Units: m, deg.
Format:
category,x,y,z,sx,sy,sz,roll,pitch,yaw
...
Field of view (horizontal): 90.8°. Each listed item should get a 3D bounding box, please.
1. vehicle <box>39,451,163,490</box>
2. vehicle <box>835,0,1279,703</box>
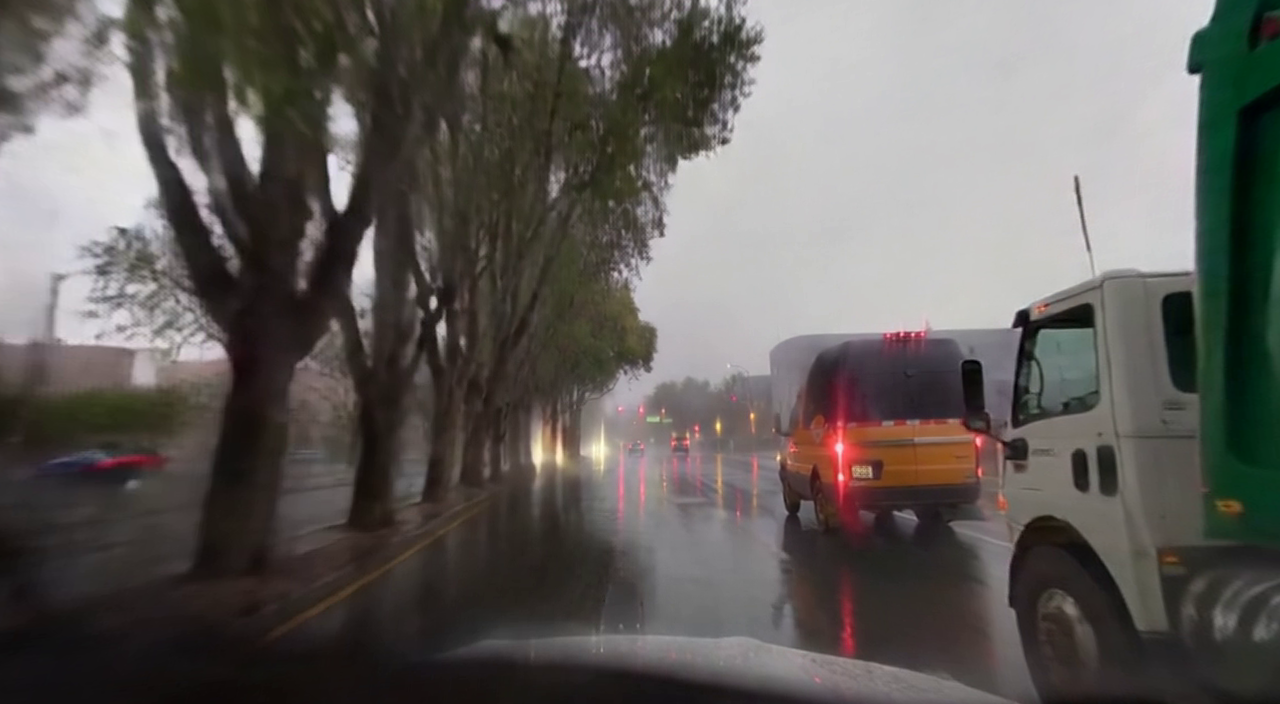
category,x,y,z,sx,sy,sz,roll,pitch,yaw
vehicle,-28.155,6.239,33.257,1.978,1.781,4.917,-3,-11,3
vehicle,3.849,-0.028,2.371,2.731,3.407,10.262,0,-9,-1
